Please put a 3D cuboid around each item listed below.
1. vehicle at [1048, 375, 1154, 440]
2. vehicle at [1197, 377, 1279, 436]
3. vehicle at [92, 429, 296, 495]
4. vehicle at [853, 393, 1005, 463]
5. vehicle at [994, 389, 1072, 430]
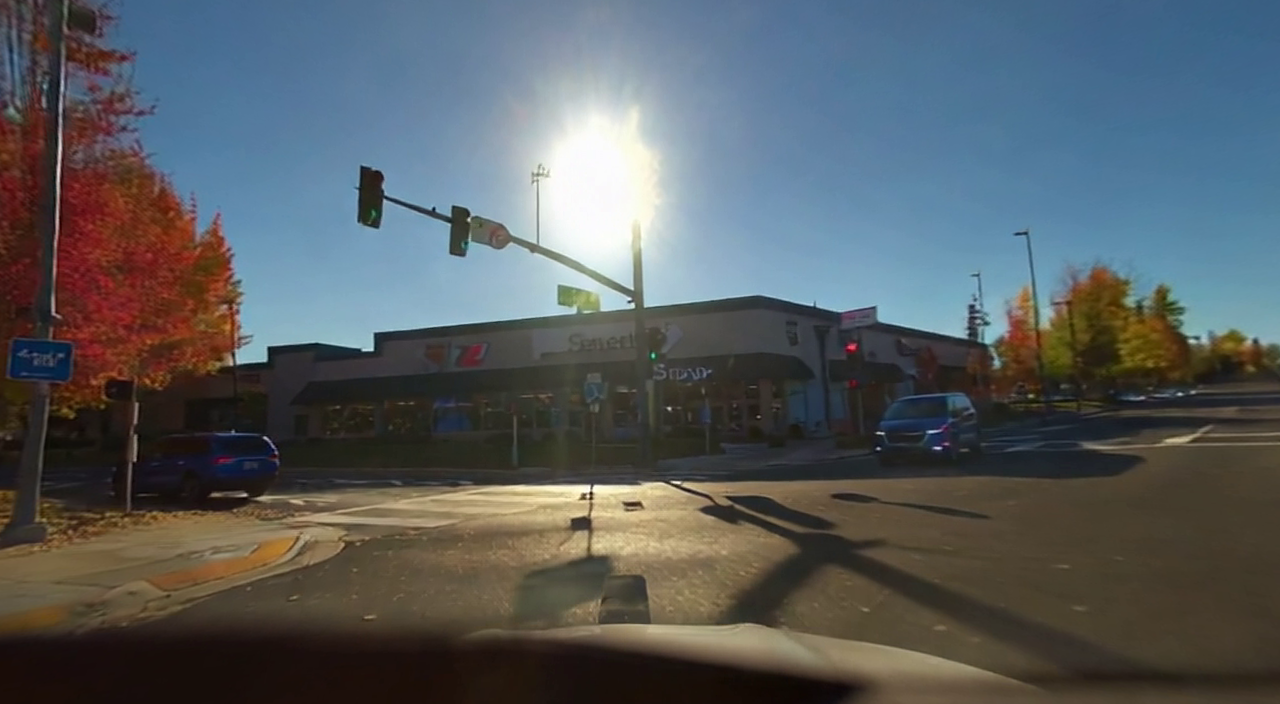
[{"bbox_3d":[16.208,2.020,22.046,2.331,1.971,4.946,-7,-10,41],"label":"vehicle"},{"bbox_3d":[19.757,1.861,20.749,1.991,1.688,4.793,-7,-10,41],"label":"vehicle"},{"bbox_3d":[-13.505,3.310,19.215,5.110,1.814,2.146,-3,-7,14],"label":"vehicle"},{"bbox_3d":[9.701,2.420,20.868,5.787,1.834,2.524,2,-7,-44],"label":"vehicle"},{"bbox_3d":[19.330,2.878,30.906,2.247,1.808,4.945,-7,-10,42],"label":"vehicle"}]
